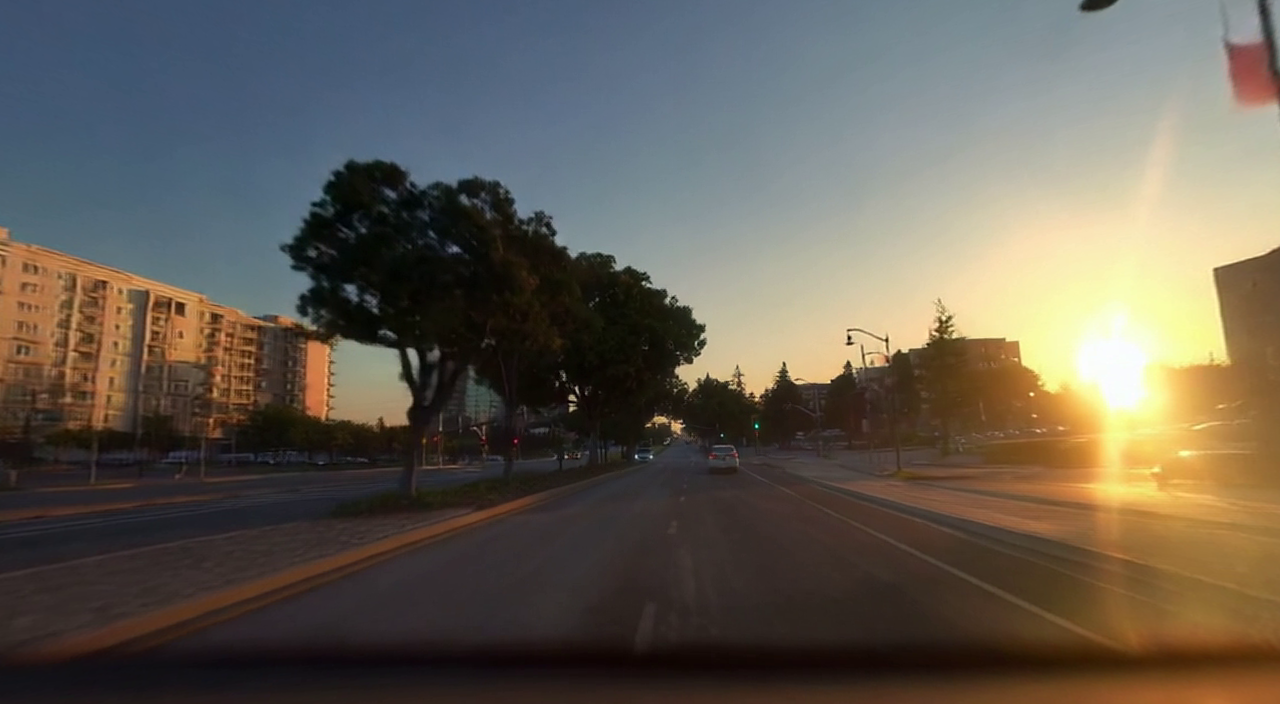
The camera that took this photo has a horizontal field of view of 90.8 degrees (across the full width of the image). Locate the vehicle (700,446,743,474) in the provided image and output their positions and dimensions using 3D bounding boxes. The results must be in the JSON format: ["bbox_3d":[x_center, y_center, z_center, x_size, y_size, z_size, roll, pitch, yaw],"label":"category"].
[{"bbox_3d":[4.579,6.115,36.036,2.133,1.481,4.276,-1,-9,3],"label":"vehicle"}]

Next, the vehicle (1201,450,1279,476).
[{"bbox_3d":[36.741,6.683,38.109,3.998,1.430,1.820,-1,-9,-1],"label":"vehicle"}]
